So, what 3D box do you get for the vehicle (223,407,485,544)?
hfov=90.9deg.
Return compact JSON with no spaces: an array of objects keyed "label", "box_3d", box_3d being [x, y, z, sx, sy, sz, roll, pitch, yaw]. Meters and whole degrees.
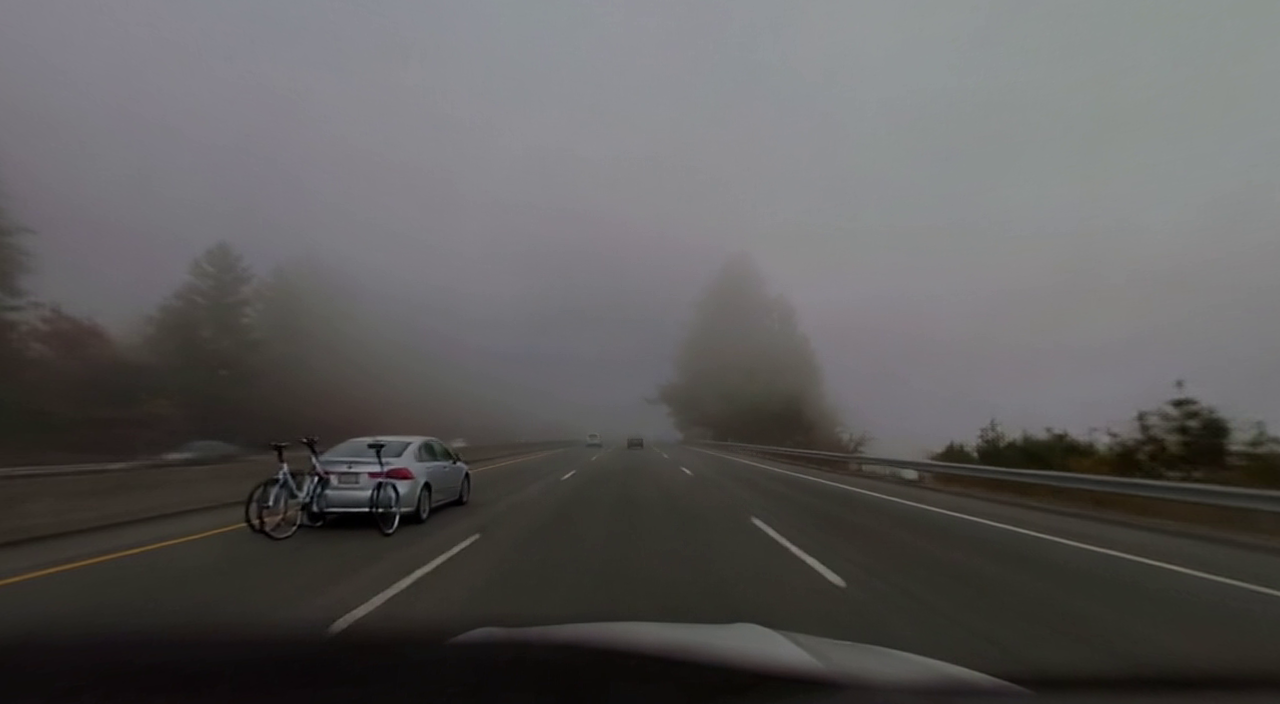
[{"label":"vehicle","box_3d":[-4.004,1.790,9.880,2.064,1.647,4.381,0,-8,0]}]
